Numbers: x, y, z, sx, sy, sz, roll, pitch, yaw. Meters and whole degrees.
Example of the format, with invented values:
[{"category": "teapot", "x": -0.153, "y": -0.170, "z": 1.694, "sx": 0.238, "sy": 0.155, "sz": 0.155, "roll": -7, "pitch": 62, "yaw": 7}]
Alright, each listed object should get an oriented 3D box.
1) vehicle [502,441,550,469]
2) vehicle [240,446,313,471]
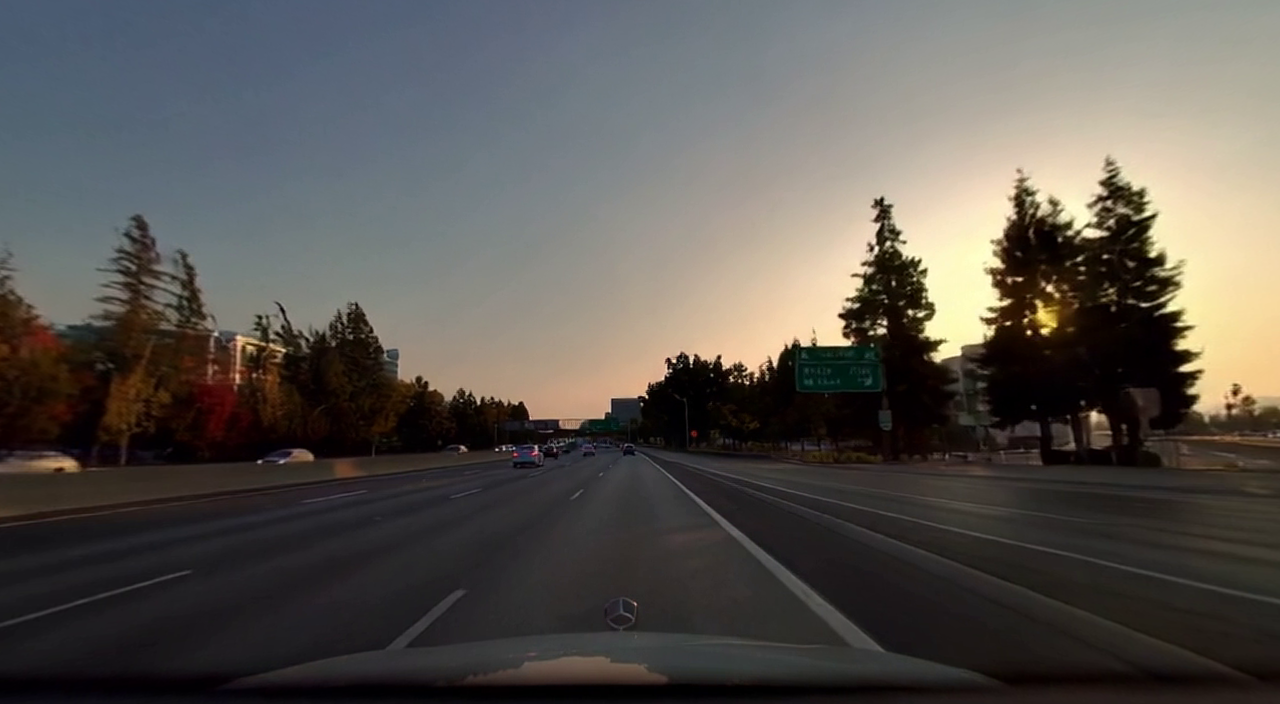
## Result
[{"category": "vehicle", "x": -6.916, "y": 6.283, "z": 38.776, "sx": 2.016, "sy": 1.606, "sz": 4.806, "roll": 0, "pitch": -9, "yaw": 0}, {"category": "vehicle", "x": -22.780, "y": 6.677, "z": 39.839, "sx": 1.942, "sy": 1.506, "sz": 4.477, "roll": 0, "pitch": -9, "yaw": 0}]
